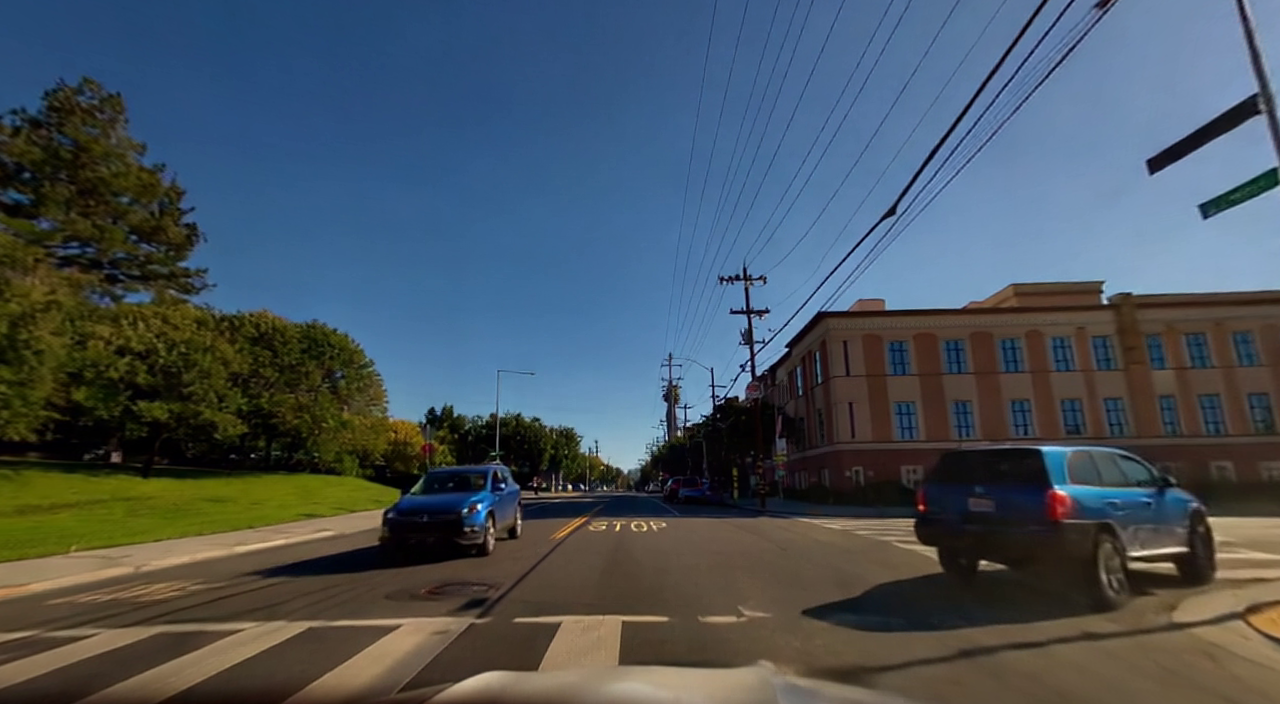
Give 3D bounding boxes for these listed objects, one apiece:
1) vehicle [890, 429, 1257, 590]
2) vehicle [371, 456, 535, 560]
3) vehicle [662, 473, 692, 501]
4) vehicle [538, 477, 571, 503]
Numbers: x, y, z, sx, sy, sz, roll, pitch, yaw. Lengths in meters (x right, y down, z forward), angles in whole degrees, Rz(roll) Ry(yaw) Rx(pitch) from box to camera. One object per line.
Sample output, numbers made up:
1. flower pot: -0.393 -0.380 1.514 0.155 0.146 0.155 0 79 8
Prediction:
1. vehicle: 6.349 2.072 9.252 4.872 1.789 2.214 4 -9 -27
2. vehicle: -3.334 2.828 12.182 1.911 1.563 4.057 0 -8 0
3. vehicle: 2.817 10.374 48.771 1.953 1.774 5.008 0 -8 -1
4. vehicle: -6.632 10.710 49.370 1.913 1.682 4.365 0 -8 0
